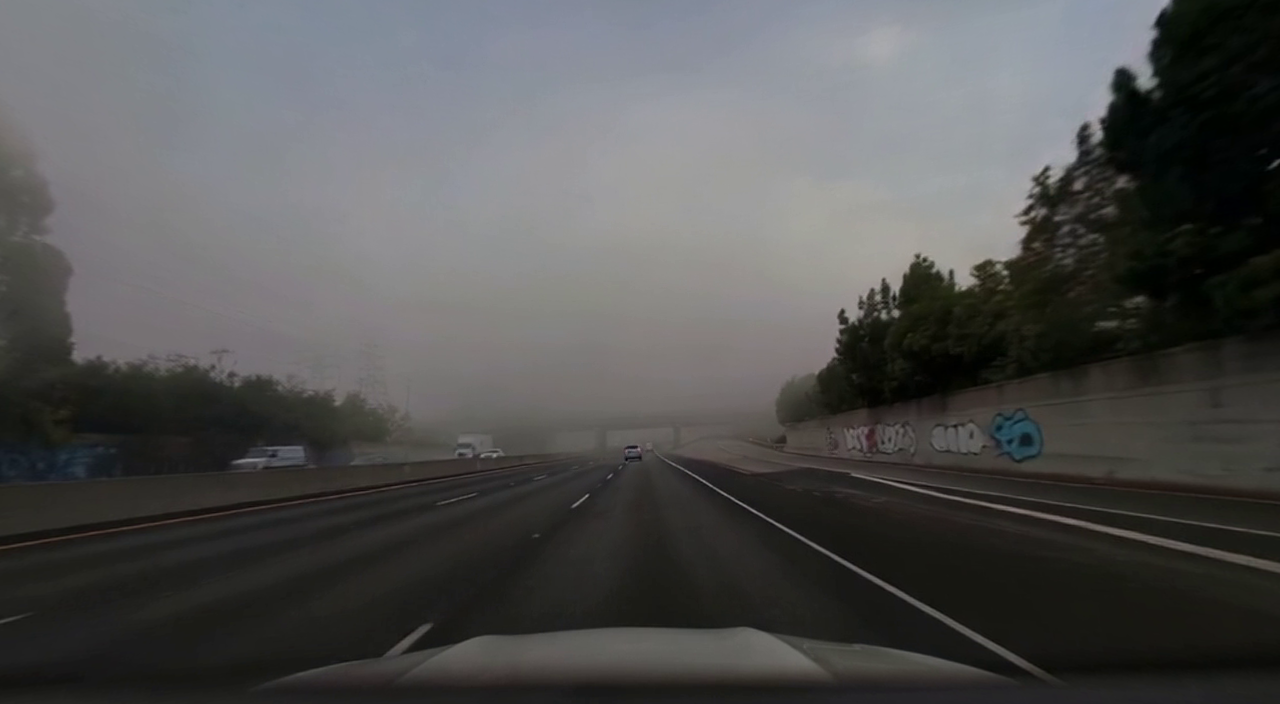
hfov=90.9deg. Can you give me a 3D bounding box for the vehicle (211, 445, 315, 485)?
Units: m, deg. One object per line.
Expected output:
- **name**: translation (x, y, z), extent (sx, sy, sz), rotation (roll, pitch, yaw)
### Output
- **vehicle**: translation (-24.331, 7.312, 41.143), extent (2.557, 2.321, 6.654), rotation (-1, -9, 1)

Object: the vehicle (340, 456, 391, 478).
- **vehicle**: translation (-20.420, 8.553, 47.048), extent (1.770, 1.473, 4.573), rotation (-1, -9, 0)
